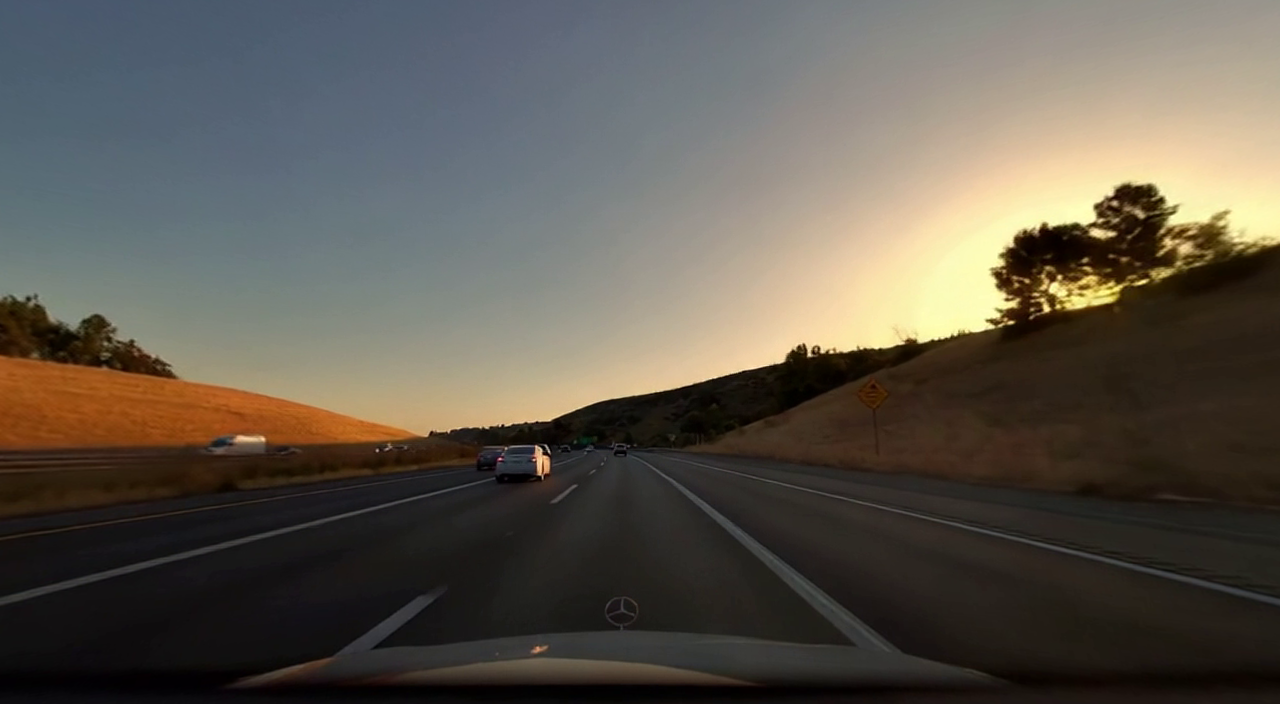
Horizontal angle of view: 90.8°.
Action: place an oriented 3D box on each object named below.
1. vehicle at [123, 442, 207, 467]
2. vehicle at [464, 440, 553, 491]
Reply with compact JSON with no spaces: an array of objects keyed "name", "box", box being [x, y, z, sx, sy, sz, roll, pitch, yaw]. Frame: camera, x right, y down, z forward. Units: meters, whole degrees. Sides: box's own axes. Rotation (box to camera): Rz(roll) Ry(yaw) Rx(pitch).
[{"name":"vehicle","box":[-29.551,6.386,39.495,1.835,1.467,4.491,0,-9,-1]},{"name":"vehicle","box":[-4.315,3.813,21.539,2.073,1.516,4.478,0,-9,0]}]
